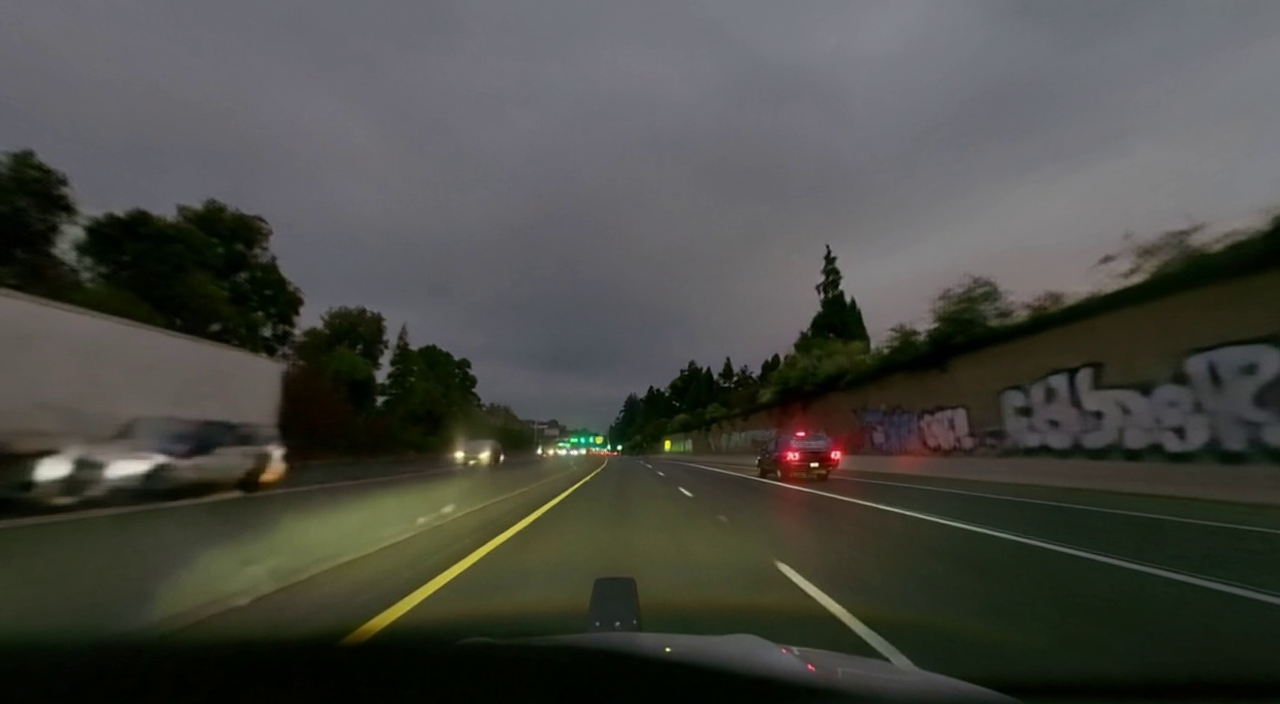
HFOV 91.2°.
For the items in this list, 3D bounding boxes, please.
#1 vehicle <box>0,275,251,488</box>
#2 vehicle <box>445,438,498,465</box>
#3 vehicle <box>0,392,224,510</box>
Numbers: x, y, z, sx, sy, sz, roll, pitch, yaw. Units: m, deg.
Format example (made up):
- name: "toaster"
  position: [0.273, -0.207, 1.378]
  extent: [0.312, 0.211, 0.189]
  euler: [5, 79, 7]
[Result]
- name: "vehicle"
  position: [-13.595, 0.612, 12.257]
  extent: [2.852, 3.992, 14.363]
  euler: [0, -9, 0]
- name: "vehicle"
  position: [-10.192, 6.038, 38.241]
  extent: [2.055, 1.526, 4.468]
  euler: [0, -9, -1]
- name: "vehicle"
  position: [-9.379, 1.622, 10.388]
  extent: [1.978, 1.542, 4.321]
  euler: [0, -9, 0]
